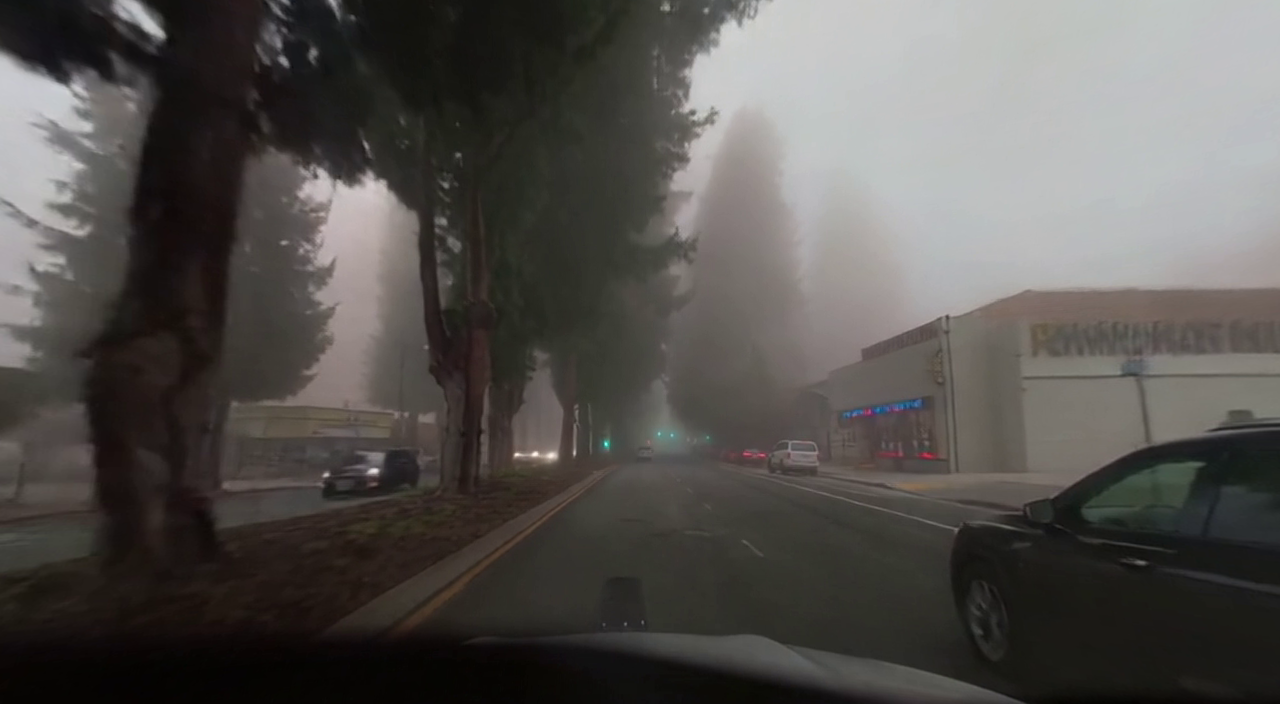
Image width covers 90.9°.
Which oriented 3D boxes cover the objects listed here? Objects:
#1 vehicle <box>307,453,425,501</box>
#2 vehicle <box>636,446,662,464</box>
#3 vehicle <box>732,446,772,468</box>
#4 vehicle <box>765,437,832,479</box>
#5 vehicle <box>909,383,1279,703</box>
[{"bbox_3d":[-8.395,3.838,19.803,1.748,1.278,4.300,0,-8,0],"label":"vehicle"},{"bbox_3d":[0.660,7.833,48.057,1.945,1.343,3.827,0,-8,0],"label":"vehicle"},{"bbox_3d":[7.602,7.135,43.090,1.874,1.438,4.466,0,-8,-1],"label":"vehicle"},{"bbox_3d":[7.544,5.068,30.431,2.050,1.838,4.535,0,-8,0],"label":"vehicle"},{"bbox_3d":[2.887,0.914,2.332,1.989,1.498,4.050,0,-8,0],"label":"vehicle"}]
